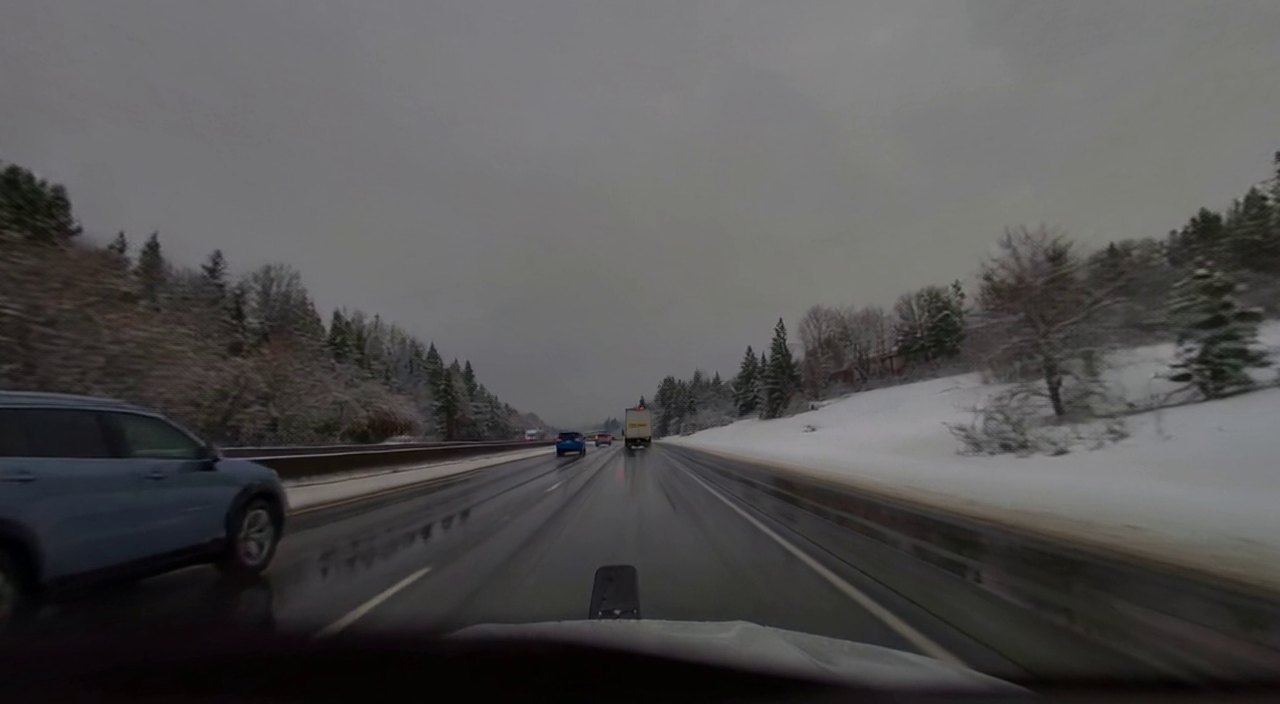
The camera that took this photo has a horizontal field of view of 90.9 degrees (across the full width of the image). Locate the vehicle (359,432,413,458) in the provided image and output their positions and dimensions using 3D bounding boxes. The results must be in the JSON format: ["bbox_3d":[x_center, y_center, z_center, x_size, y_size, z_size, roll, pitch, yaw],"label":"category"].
[{"bbox_3d":[-17.907,6.555,44.666,1.902,1.712,4.858,0,-8,-1],"label":"vehicle"}]

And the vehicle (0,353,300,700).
[{"bbox_3d":[-4.108,0.908,3.509,2.045,1.655,4.301,0,-8,-1],"label":"vehicle"}]

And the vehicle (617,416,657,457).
[{"bbox_3d":[-0.240,5.647,41.893,2.526,2.531,5.026,0,-8,-1],"label":"vehicle"}]

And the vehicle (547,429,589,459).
[{"bbox_3d":[-4.419,5.684,39.145,2.049,1.726,4.291,0,-8,0],"label":"vehicle"}]
